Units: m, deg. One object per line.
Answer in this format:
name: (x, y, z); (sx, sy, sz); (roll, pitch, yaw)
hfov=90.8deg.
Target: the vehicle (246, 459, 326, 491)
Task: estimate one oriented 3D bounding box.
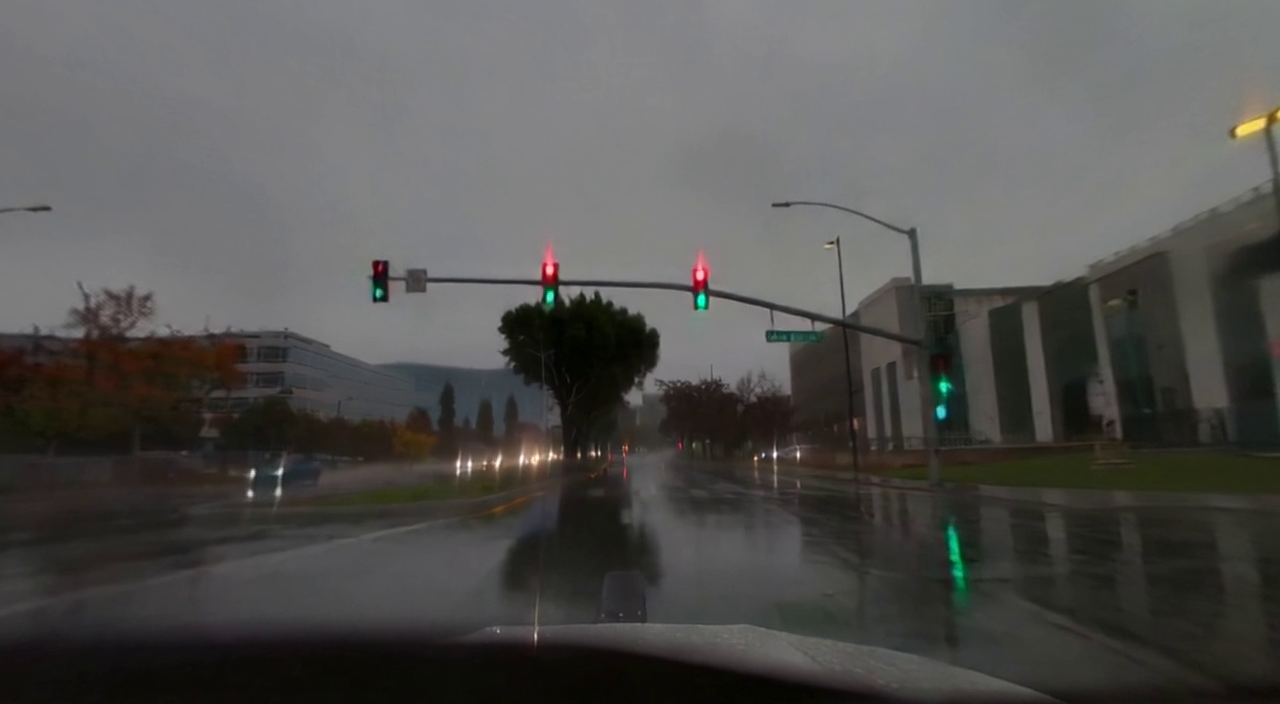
vehicle: (-19.372, 6.724, 34.811); (1.851, 1.502, 4.398); (-1, -9, 0)
